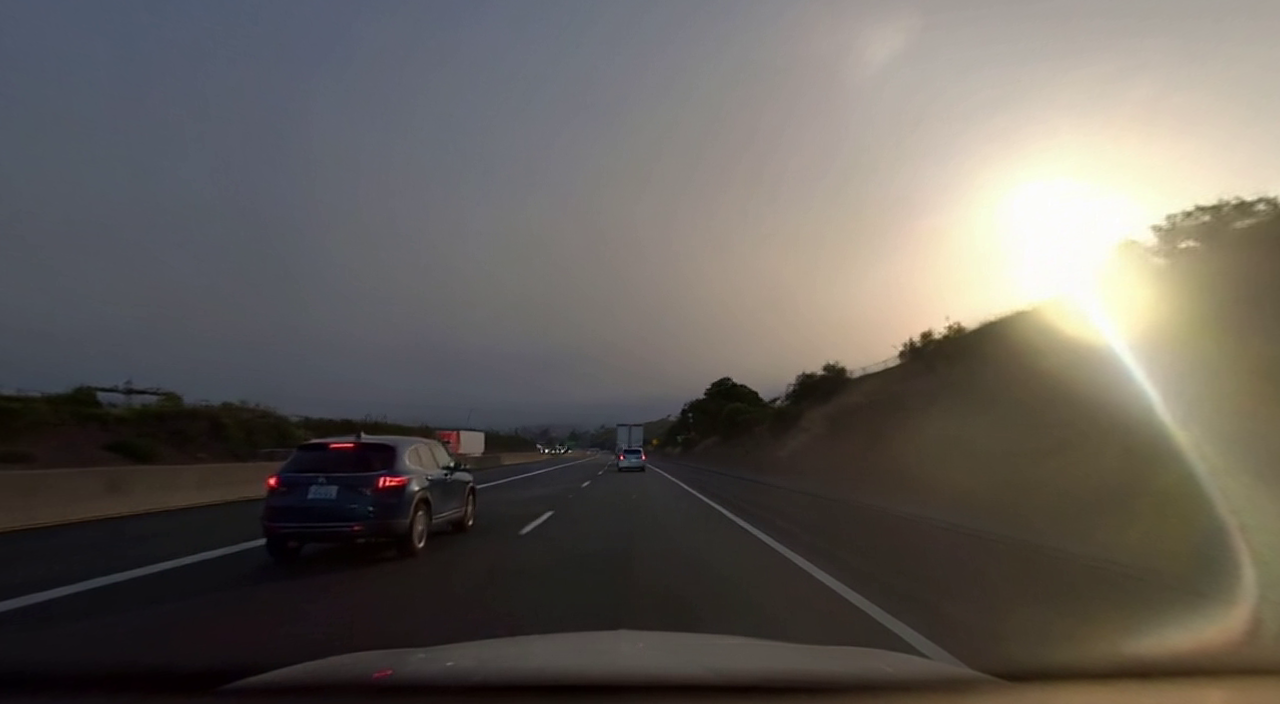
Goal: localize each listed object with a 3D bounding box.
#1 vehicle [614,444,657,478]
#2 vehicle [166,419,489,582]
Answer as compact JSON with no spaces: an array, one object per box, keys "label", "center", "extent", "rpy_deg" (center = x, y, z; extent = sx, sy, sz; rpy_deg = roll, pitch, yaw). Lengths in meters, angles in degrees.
[{"label":"vehicle","center":[-0.260,5.962,34.479],"extent":[2.230,1.715,4.243],"rpy_deg":[0,-9,-1]},{"label":"vehicle","center":[-3.781,1.890,8.845],"extent":[2.181,1.653,4.691],"rpy_deg":[0,-9,-1]}]
